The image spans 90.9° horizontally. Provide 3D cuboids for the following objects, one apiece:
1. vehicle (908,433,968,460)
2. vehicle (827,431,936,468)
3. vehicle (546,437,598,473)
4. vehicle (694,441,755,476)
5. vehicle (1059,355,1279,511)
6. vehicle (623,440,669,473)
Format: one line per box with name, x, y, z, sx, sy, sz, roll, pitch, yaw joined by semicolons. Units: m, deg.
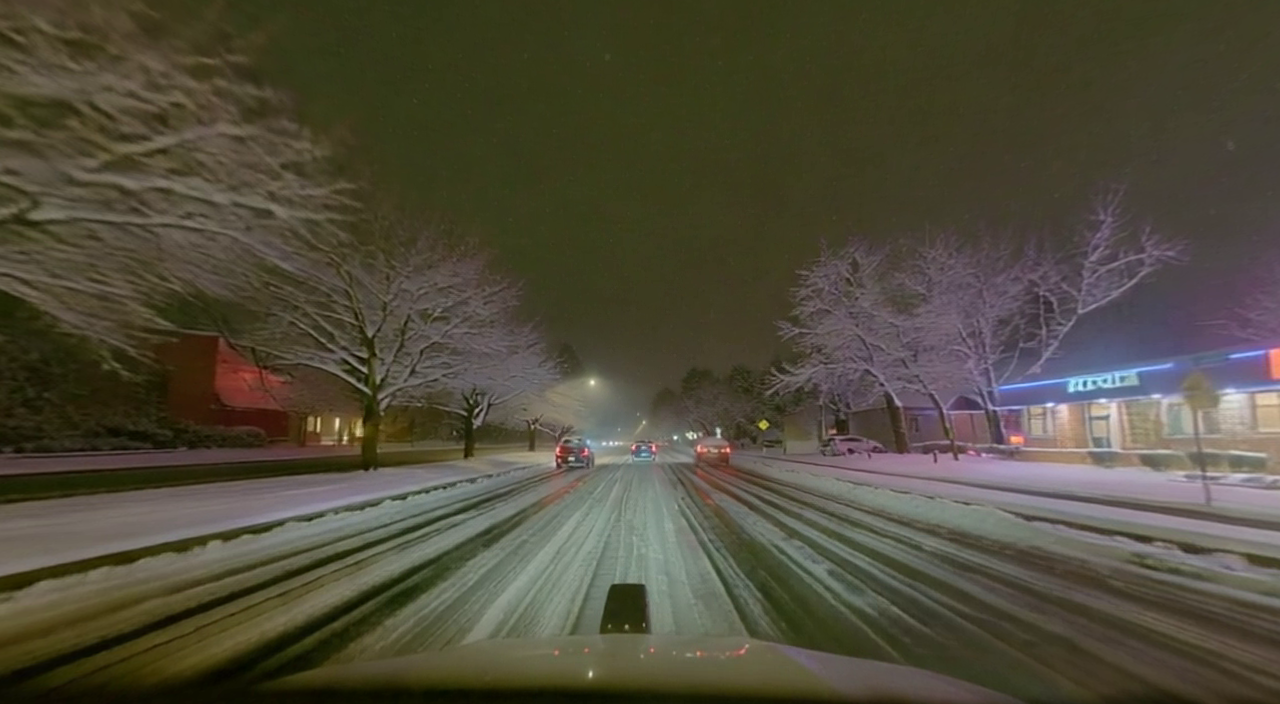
vehicle;23.258;7.399;49.436;2.145;1.922;5.397;0;-8;1
vehicle;13.422;5.474;35.264;5.144;1.834;2.188;-2;-9;2
vehicle;-3.216;4.980;30.608;1.995;1.607;4.086;0;-8;1
vehicle;3.720;4.771;28.490;2.012;1.462;4.400;0;-8;-1
vehicle;14.613;1.771;13.858;8.343;3.028;3.002;-1;-10;2
vehicle;0.268;4.970;30.240;2.059;1.477;4.216;0;-8;0
